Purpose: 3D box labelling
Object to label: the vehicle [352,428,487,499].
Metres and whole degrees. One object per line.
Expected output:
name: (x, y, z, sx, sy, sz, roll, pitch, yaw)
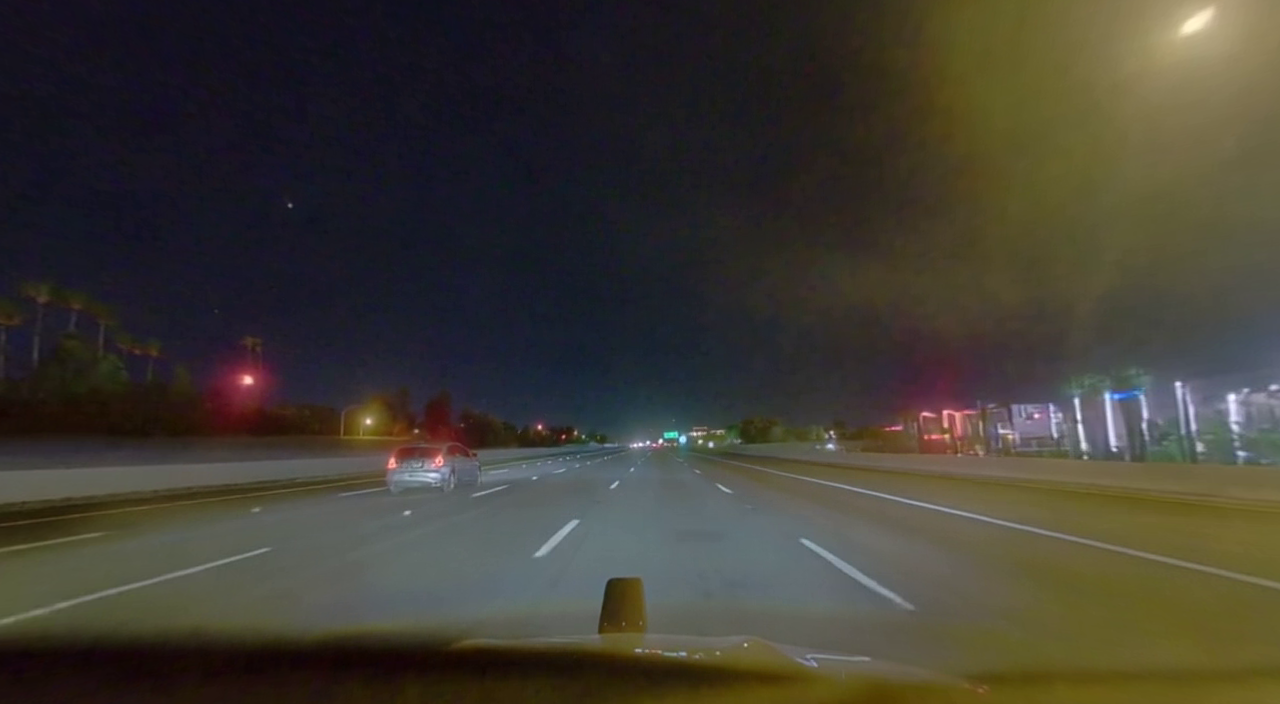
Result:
vehicle: (-6.282, 3.229, 18.705, 2.145, 1.793, 4.762, -1, -8, 2)
